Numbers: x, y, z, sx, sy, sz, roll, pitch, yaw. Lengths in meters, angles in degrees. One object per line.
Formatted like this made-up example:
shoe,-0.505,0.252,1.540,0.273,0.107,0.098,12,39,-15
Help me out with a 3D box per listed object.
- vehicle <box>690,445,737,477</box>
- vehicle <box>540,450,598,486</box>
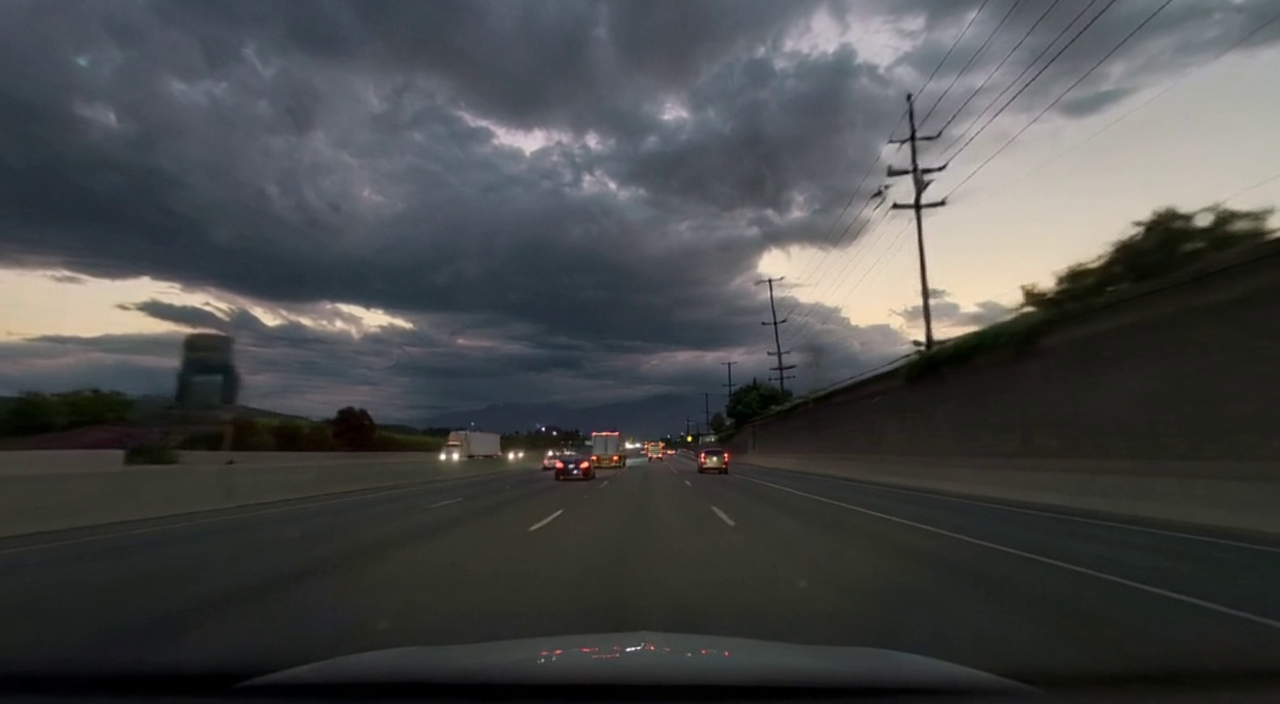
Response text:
vehicle,4.351,6.548,38.104,2.214,1.799,4.627,0,-9,-1
vehicle,-3.088,5.117,28.135,2.004,1.498,4.043,0,-9,2
